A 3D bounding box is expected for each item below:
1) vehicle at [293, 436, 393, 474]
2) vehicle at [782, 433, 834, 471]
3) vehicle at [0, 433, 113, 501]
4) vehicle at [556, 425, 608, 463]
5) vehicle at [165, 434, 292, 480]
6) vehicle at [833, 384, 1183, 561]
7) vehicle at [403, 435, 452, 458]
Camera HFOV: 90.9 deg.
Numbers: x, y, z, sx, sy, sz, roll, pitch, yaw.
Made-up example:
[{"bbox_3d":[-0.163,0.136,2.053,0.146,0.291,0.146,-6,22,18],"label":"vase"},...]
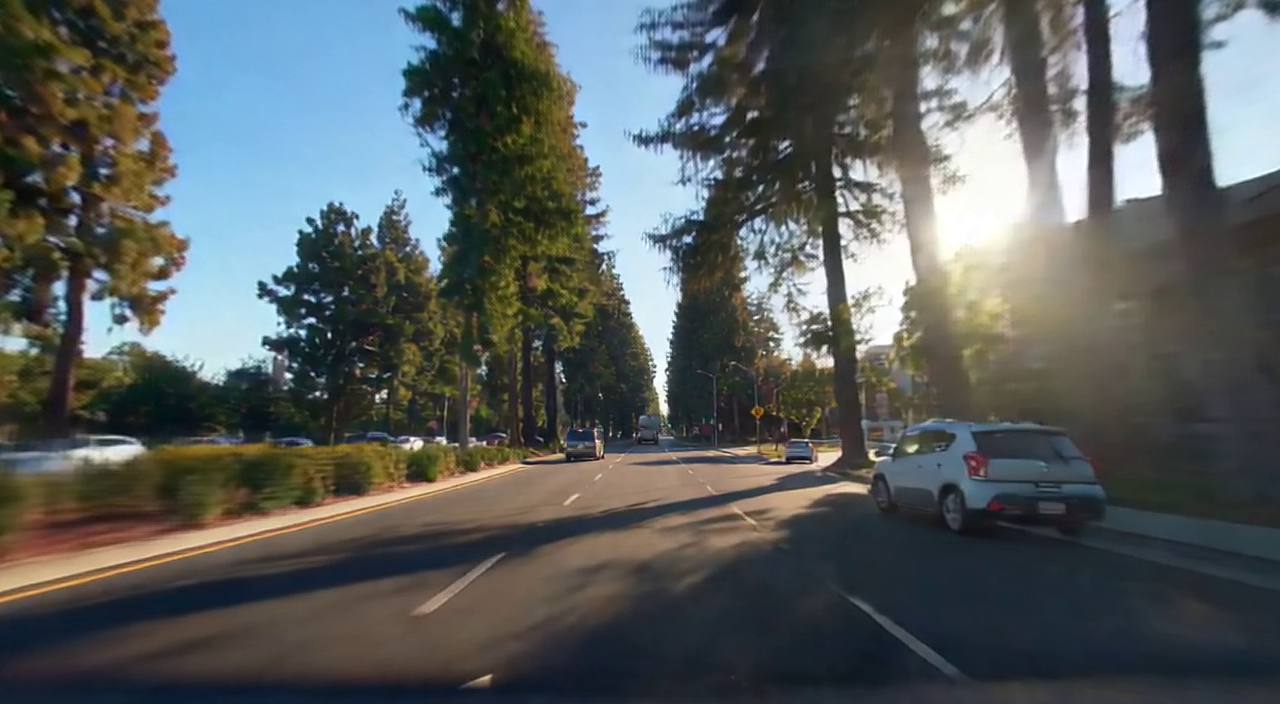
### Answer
[{"bbox_3d":[-12.892,4.500,27.710,2.053,1.496,4.569,0,-8,2],"label":"vehicle"},{"bbox_3d":[8.470,5.087,32.115,2.280,1.757,4.572,-2,-9,12],"label":"vehicle"},{"bbox_3d":[-16.876,2.975,16.411,2.176,1.646,4.643,0,-8,1],"label":"vehicle"},{"bbox_3d":[-3.091,5.086,34.722,2.255,1.940,4.822,0,-8,2],"label":"vehicle"},{"bbox_3d":[-16.838,4.317,26.160,2.059,1.688,4.657,0,-8,1],"label":"vehicle"},{"bbox_3d":[5.111,1.818,10.264,2.381,2.008,5.971,-1,-8,4],"label":"vehicle"},{"bbox_3d":[-16.229,7.211,48.340,2.042,1.654,4.603,0,-8,1],"label":"vehicle"}]
